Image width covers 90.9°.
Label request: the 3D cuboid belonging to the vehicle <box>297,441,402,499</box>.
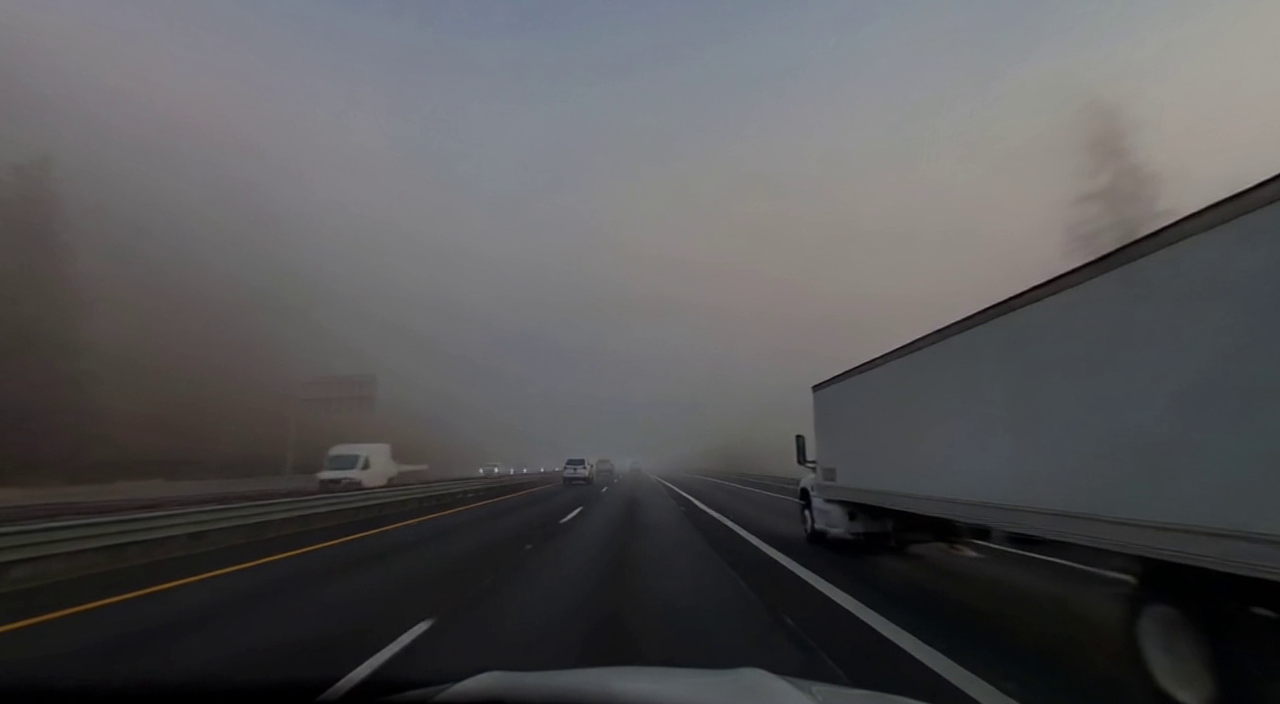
[{"bbox_3d":[-12.242,5.047,27.035,2.100,2.201,4.873,1,-10,0],"label":"vehicle"}]

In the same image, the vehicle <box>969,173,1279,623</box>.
[{"bbox_3d":[7.586,0.513,6.345,3.235,4.088,9.243,-1,-13,-1],"label":"vehicle"}]

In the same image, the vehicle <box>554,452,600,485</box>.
[{"bbox_3d":[-3.836,7.249,39.171,2.272,1.873,4.832,1,-10,0],"label":"vehicle"}]
